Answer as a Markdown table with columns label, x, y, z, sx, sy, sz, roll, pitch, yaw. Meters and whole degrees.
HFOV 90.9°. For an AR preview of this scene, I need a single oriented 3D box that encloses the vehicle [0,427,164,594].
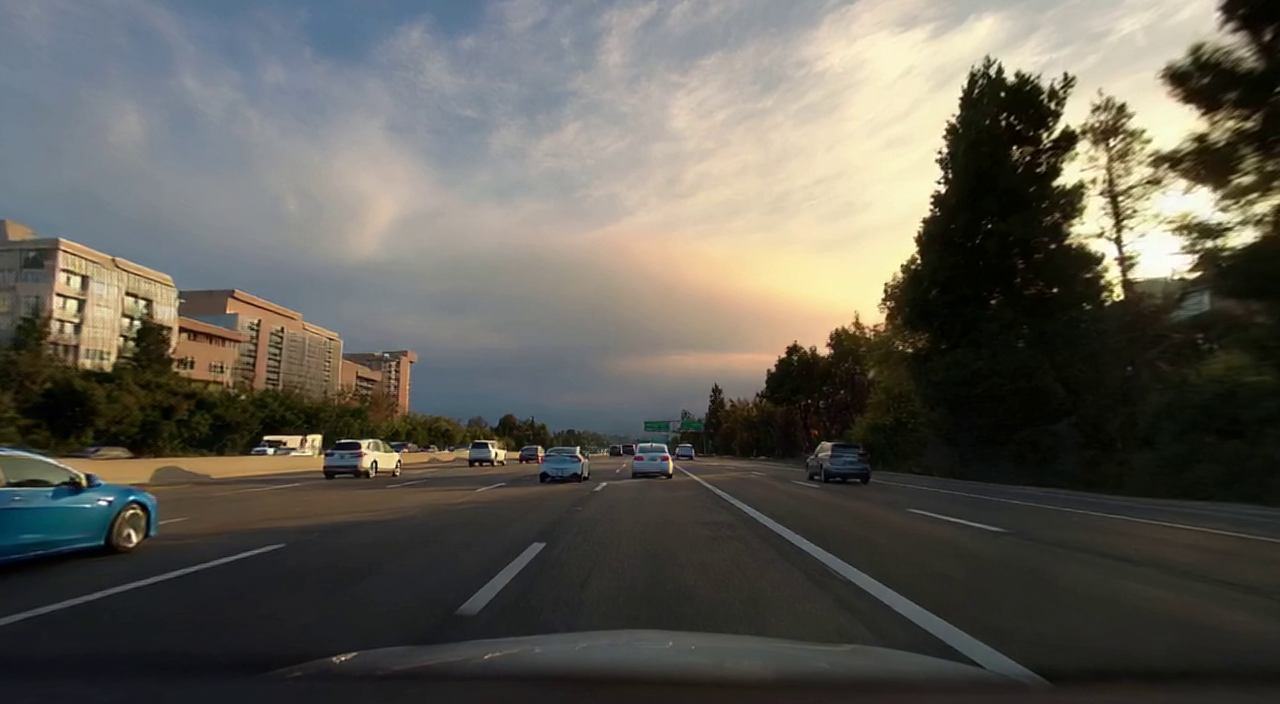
| label | x | y | z | sx | sy | sz | roll | pitch | yaw |
| --- | --- | --- | --- | --- | --- | --- | --- | --- | --- |
| vehicle | -6.783 | 1.358 | 5.175 | 2.116 | 1.473 | 4.644 | 0 | -8 | 0 |

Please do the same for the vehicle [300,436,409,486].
| label | x | y | z | sx | sy | sz | roll | pitch | yaw |
| --- | --- | --- | --- | --- | --- | --- | --- | --- | --- |
| vehicle | -10.417 | 3.995 | 23.447 | 1.947 | 1.683 | 4.331 | -1 | -8 | 1 |

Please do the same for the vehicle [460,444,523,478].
| label | x | y | z | sx | sy | sz | roll | pitch | yaw |
| --- | --- | --- | --- | --- | --- | --- | --- | --- | --- |
| vehicle | -6.775 | 4.988 | 29.208 | 1.886 | 1.455 | 4.148 | 0 | -8 | 1 |

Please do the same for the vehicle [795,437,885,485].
| label | x | y | z | sx | sy | sz | roll | pitch | yaw |
| --- | --- | --- | --- | --- | --- | --- | --- | --- | --- |
| vehicle | 7.999 | 4.366 | 25.716 | 2.071 | 1.754 | 4.484 | 0 | -8 | -1 |

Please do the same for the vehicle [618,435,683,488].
| label | x | y | z | sx | sy | sz | roll | pitch | yaw |
| --- | --- | --- | --- | --- | --- | --- | --- | --- | --- |
| vehicle | 0.368 | 3.898 | 22.883 | 2.114 | 1.715 | 4.136 | 0 | -8 | 1 |

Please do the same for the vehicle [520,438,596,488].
| label | x | y | z | sx | sy | sz | roll | pitch | yaw |
| --- | --- | --- | --- | --- | --- | --- | --- | --- | --- |
| vehicle | -2.859 | 3.986 | 23.034 | 2.102 | 1.624 | 4.257 | -1 | -8 | 2 |
